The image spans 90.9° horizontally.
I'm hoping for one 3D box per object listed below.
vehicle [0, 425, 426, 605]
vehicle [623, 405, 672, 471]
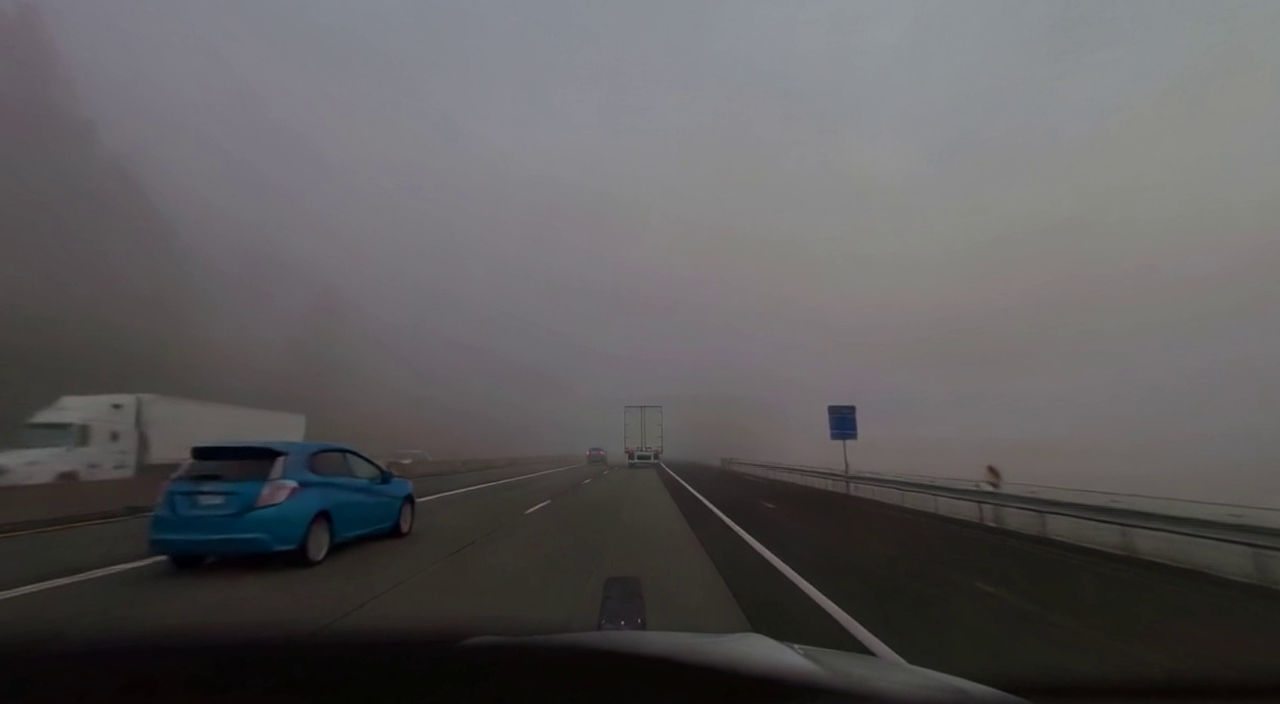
[{"bbox_3d":[-4.490,1.760,7.811,2.051,1.538,4.569,0,-9,0],"label":"vehicle"},{"bbox_3d":[0.504,5.919,42.882,2.899,3.966,10.053,0,-9,1],"label":"vehicle"}]
